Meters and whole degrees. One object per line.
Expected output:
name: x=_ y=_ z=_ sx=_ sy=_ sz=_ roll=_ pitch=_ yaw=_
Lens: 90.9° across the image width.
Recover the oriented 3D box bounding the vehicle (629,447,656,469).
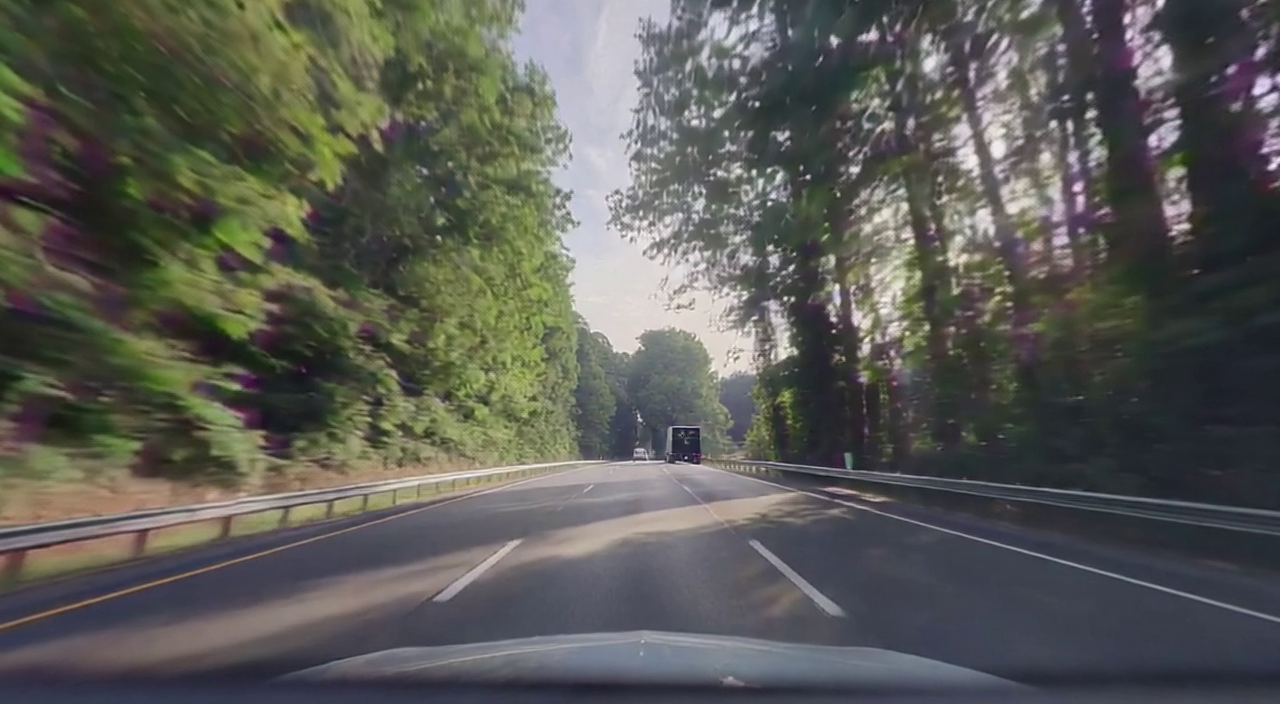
vehicle: x=0.174 y=7.625 z=45.313 sx=1.900 sy=1.497 sz=3.732 roll=0 pitch=-9 yaw=0
